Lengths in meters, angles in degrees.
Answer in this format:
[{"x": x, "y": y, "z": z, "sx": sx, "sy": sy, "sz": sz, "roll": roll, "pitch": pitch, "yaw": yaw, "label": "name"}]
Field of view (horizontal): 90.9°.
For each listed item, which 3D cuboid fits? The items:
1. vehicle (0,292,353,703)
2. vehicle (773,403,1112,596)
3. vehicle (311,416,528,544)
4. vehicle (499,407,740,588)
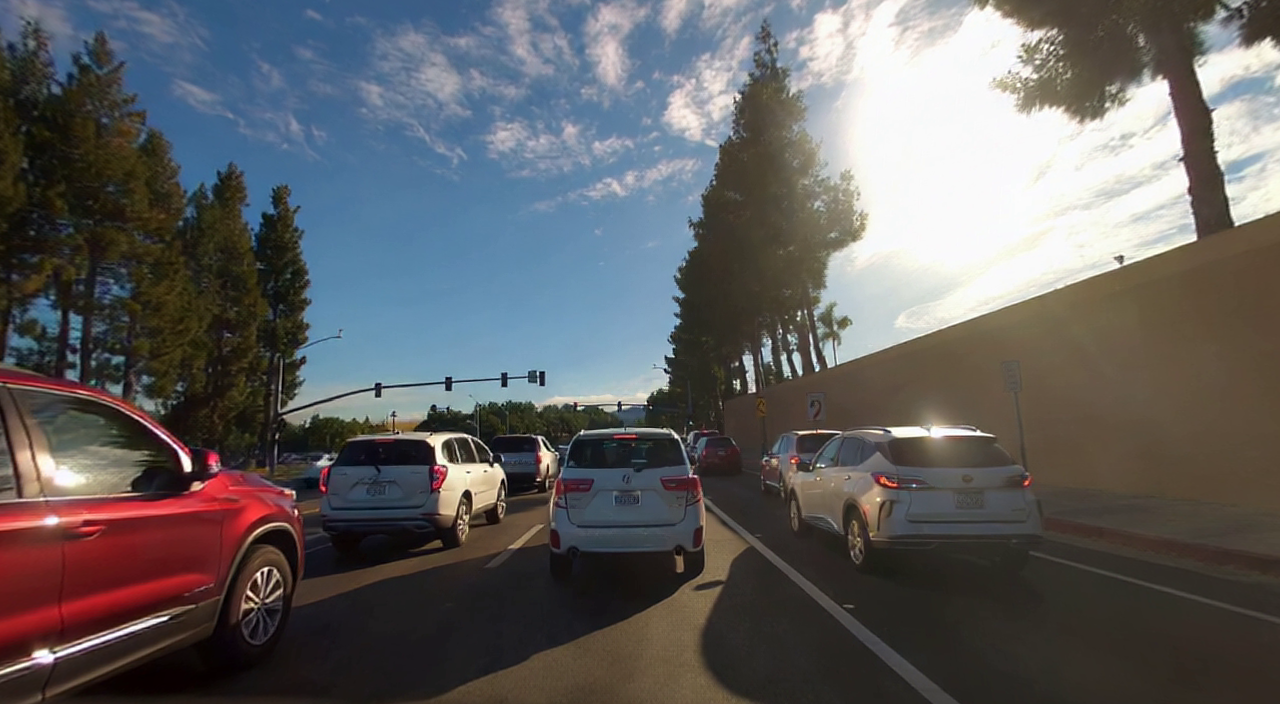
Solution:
[{"x": -3.519, "y": 0.830, "z": 3.100, "sx": 2.070, "sy": 1.913, "sz": 4.450, "roll": 0, "pitch": -8, "yaw": 0, "label": "vehicle"}, {"x": 3.142, "y": 1.621, "z": 7.799, "sx": 2.029, "sy": 1.702, "sz": 4.281, "roll": 0, "pitch": -8, "yaw": 0, "label": "vehicle"}, {"x": -3.496, "y": 2.126, "z": 11.166, "sx": 2.067, "sy": 1.759, "sz": 4.631, "roll": 0, "pitch": -8, "yaw": 1, "label": "vehicle"}, {"x": -0.157, "y": 1.655, "z": 7.933, "sx": 2.245, "sy": 1.677, "sz": 3.913, "roll": 0, "pitch": -8, "yaw": 1, "label": "vehicle"}]
